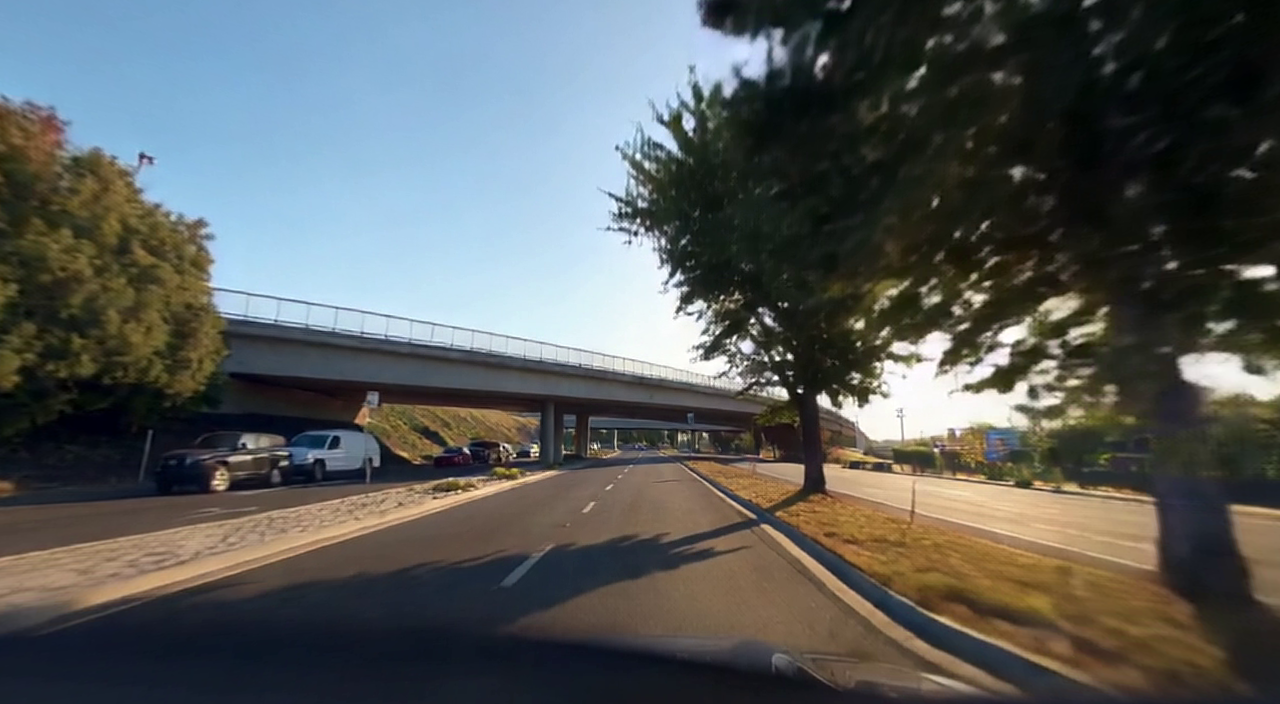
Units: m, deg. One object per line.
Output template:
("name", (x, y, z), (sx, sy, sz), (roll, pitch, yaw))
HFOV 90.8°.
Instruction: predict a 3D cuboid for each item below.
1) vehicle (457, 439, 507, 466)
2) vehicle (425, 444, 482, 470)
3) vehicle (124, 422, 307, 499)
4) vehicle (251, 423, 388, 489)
("vehicle", (-12.169, 7.758, 48.949), (2.064, 1.809, 5.545), (3, -8, 3))
("vehicle", (-12.600, 7.110, 43.015), (2.156, 1.489, 4.758), (5, -8, 2))
("vehicle", (-13.073, 3.393, 20.051), (2.136, 2.016, 5.354), (2, -9, -2))
("vehicle", (-13.094, 4.310, 26.534), (2.307, 2.349, 6.335), (2, -8, 1))
